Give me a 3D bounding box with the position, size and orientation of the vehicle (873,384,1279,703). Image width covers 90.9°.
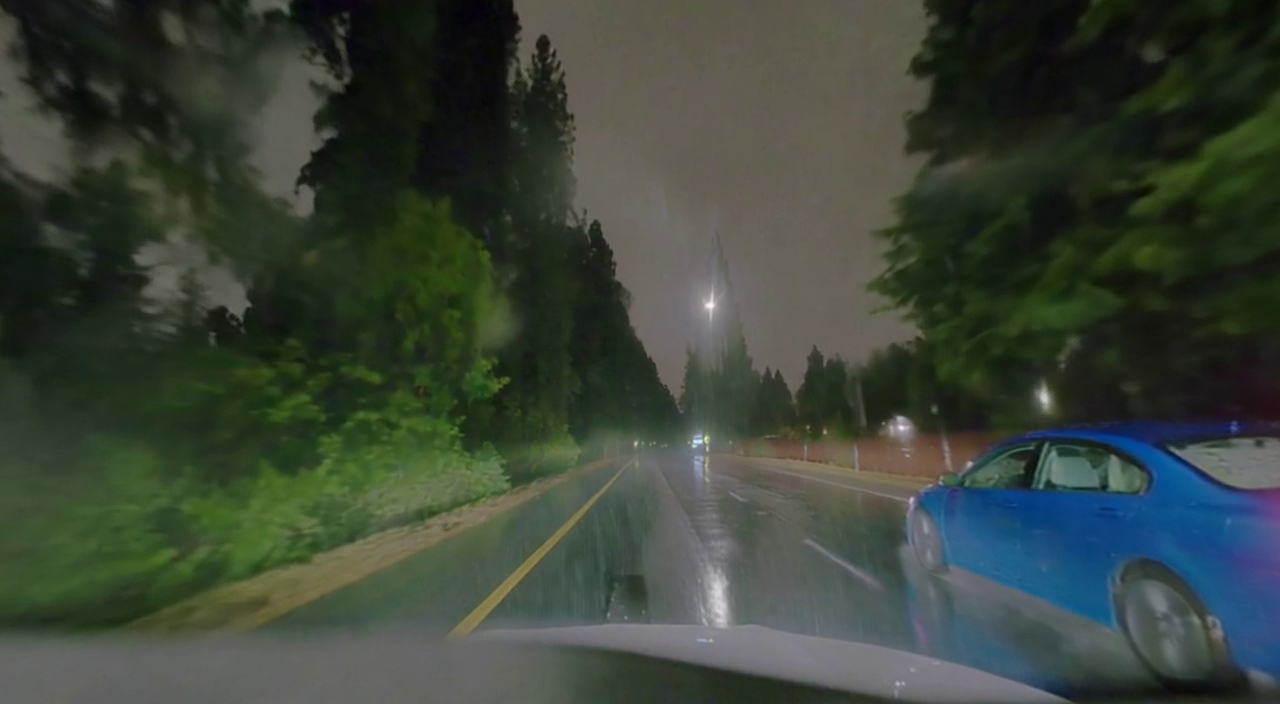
[{"bbox_3d":[3.568,1.160,4.364,2.061,1.503,4.823,0,-8,0],"label":"vehicle"}]
